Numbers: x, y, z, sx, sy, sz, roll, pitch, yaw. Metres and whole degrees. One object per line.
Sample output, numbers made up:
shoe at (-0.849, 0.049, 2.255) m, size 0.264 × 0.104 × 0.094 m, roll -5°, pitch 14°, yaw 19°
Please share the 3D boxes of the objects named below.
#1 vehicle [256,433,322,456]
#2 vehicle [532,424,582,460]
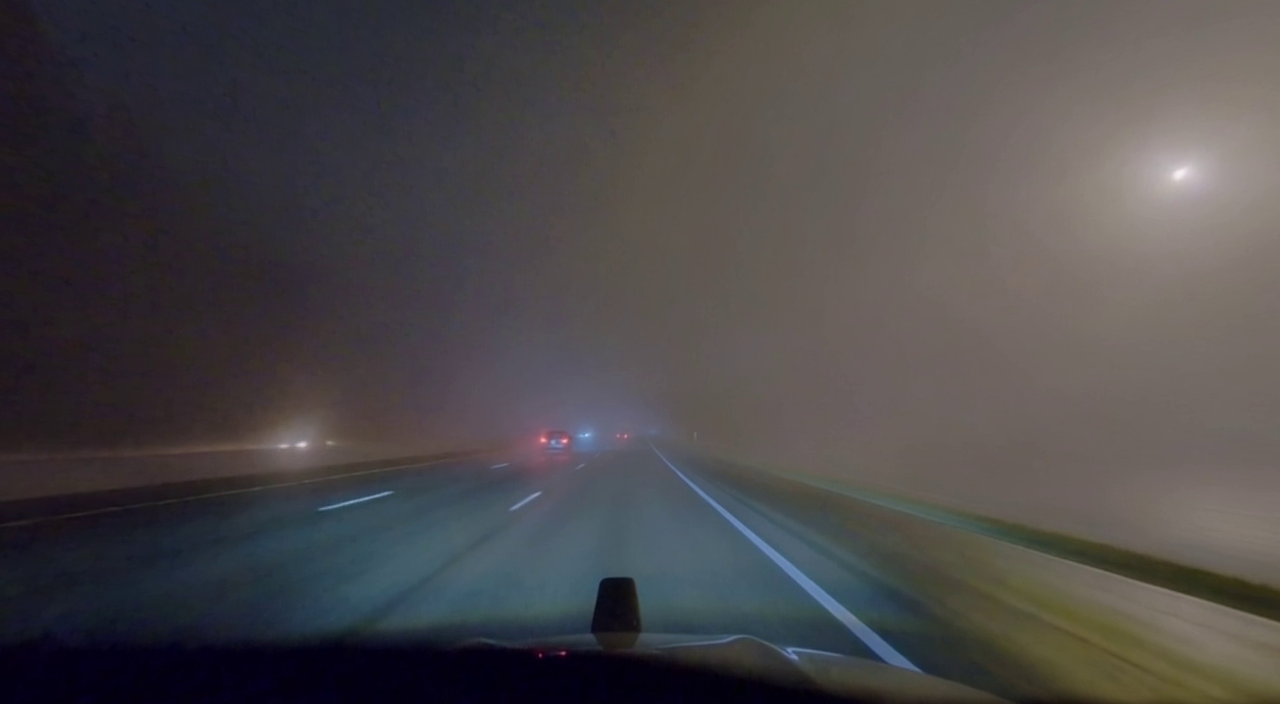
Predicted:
vehicle at (-23.670, 6.256, 42.568) m, size 1.850 × 1.483 × 4.369 m, roll 0°, pitch -8°, yaw 1°
vehicle at (-4.246, 4.686, 32.827) m, size 1.980 × 1.721 × 4.419 m, roll 0°, pitch -8°, yaw 1°
